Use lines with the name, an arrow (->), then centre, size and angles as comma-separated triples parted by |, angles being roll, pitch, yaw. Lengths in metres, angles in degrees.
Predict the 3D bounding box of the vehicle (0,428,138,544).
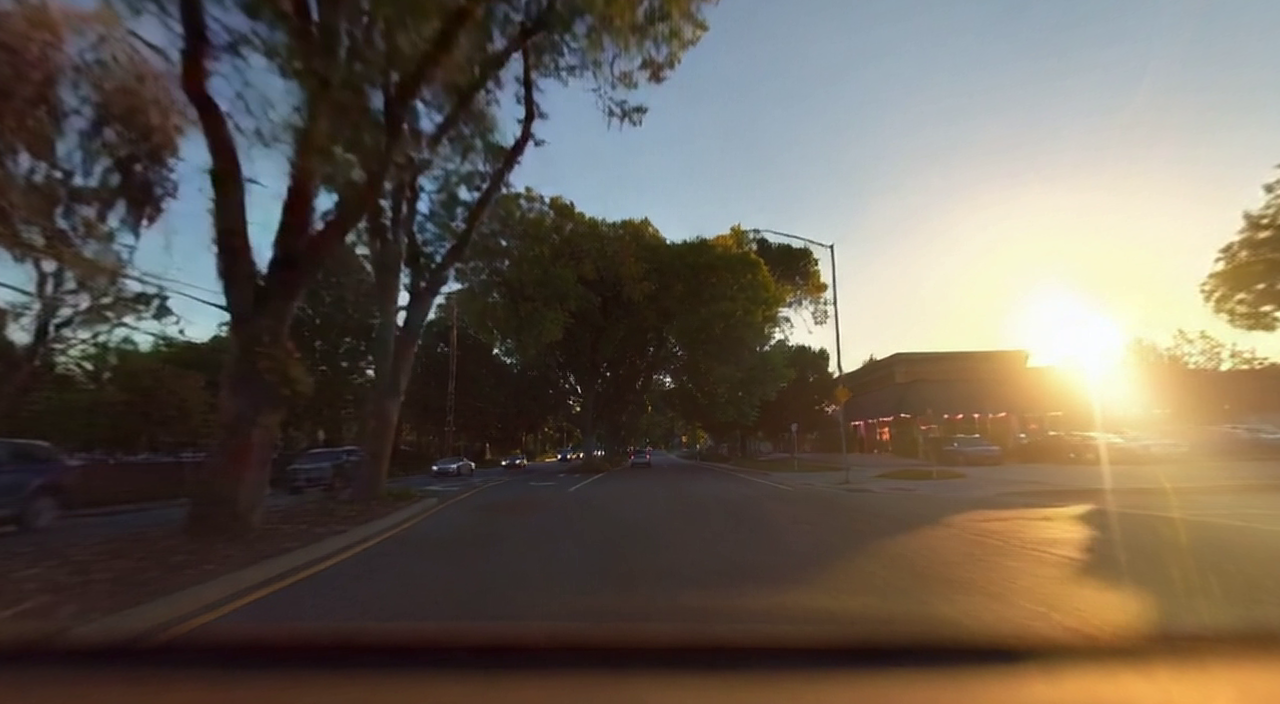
vehicle -> -10.801, 2.068, 9.739 | 2.189, 1.747, 4.651 | 0, -8, 1

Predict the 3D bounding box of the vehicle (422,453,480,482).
vehicle -> -10.861, 6.638, 36.585 | 1.873, 1.516, 4.339 | 0, -8, 2

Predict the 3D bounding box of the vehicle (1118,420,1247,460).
vehicle -> 27.011, 4.510, 31.654 | 2.040, 1.829, 4.826 | 0, -10, -1

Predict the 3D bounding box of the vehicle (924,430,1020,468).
vehicle -> 16.998, 5.019, 32.625 | 2.021, 1.753, 4.941 | -1, -9, -4

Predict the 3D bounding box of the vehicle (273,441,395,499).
vehicle -> -10.753, 4.150, 22.629 | 2.000, 1.817, 4.624 | -1, -8, 1

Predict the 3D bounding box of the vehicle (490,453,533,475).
vehicle -> -9.826, 8.554, 48.518 | 2.084, 1.517, 5.096 | -1, -8, 2

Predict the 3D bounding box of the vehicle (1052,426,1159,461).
vehicle -> 24.304, 4.867, 33.159 | 1.996, 1.723, 4.576 | 0, -10, -1
